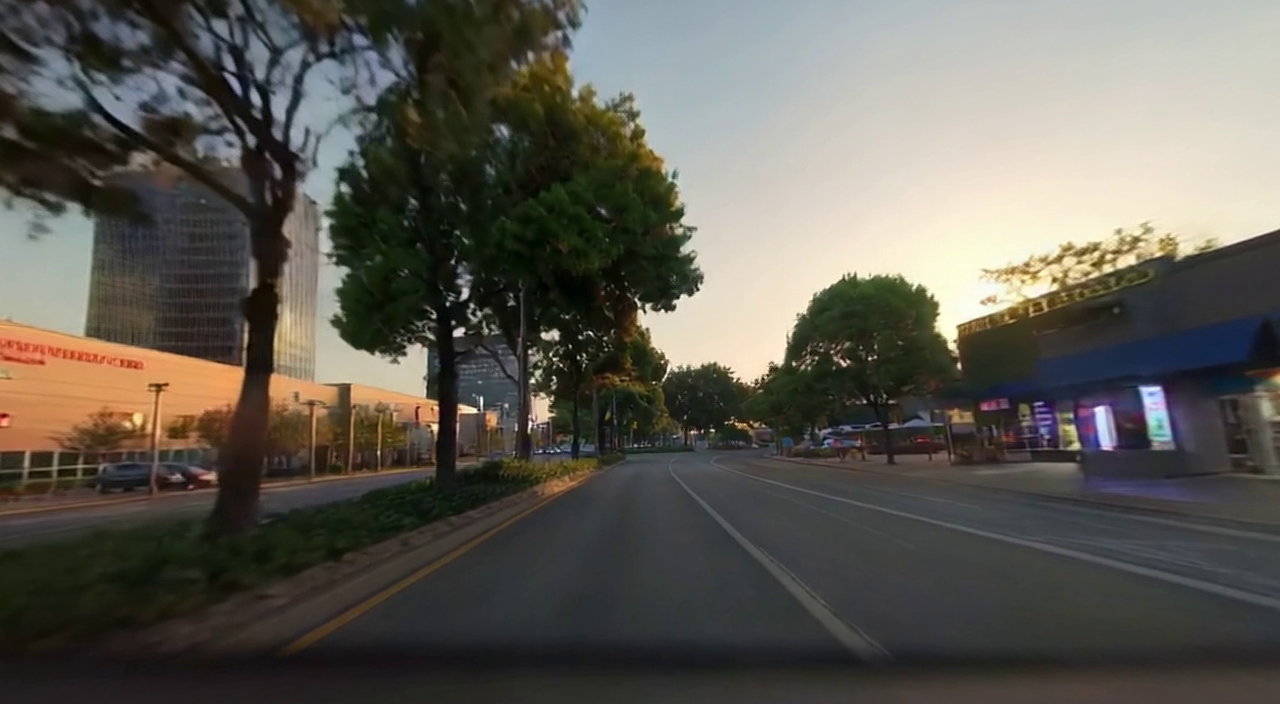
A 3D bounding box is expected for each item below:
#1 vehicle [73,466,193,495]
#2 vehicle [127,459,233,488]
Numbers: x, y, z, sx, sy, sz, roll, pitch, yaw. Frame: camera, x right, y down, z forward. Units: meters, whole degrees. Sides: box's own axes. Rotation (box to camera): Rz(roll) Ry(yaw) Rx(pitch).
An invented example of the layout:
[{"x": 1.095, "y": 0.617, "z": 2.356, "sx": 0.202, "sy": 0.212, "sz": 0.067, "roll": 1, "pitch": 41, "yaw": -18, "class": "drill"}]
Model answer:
[{"x": -28.321, "y": 7.185, "z": 35.513, "sx": 4.783, "sy": 1.398, "sz": 1.951, "roll": 3, "pitch": -9, "yaw": -21, "class": "vehicle"}, {"x": -28.466, "y": 7.503, "z": 39.322, "sx": 4.954, "sy": 1.628, "sz": 2.012, "roll": 4, "pitch": -9, "yaw": -24, "class": "vehicle"}]
